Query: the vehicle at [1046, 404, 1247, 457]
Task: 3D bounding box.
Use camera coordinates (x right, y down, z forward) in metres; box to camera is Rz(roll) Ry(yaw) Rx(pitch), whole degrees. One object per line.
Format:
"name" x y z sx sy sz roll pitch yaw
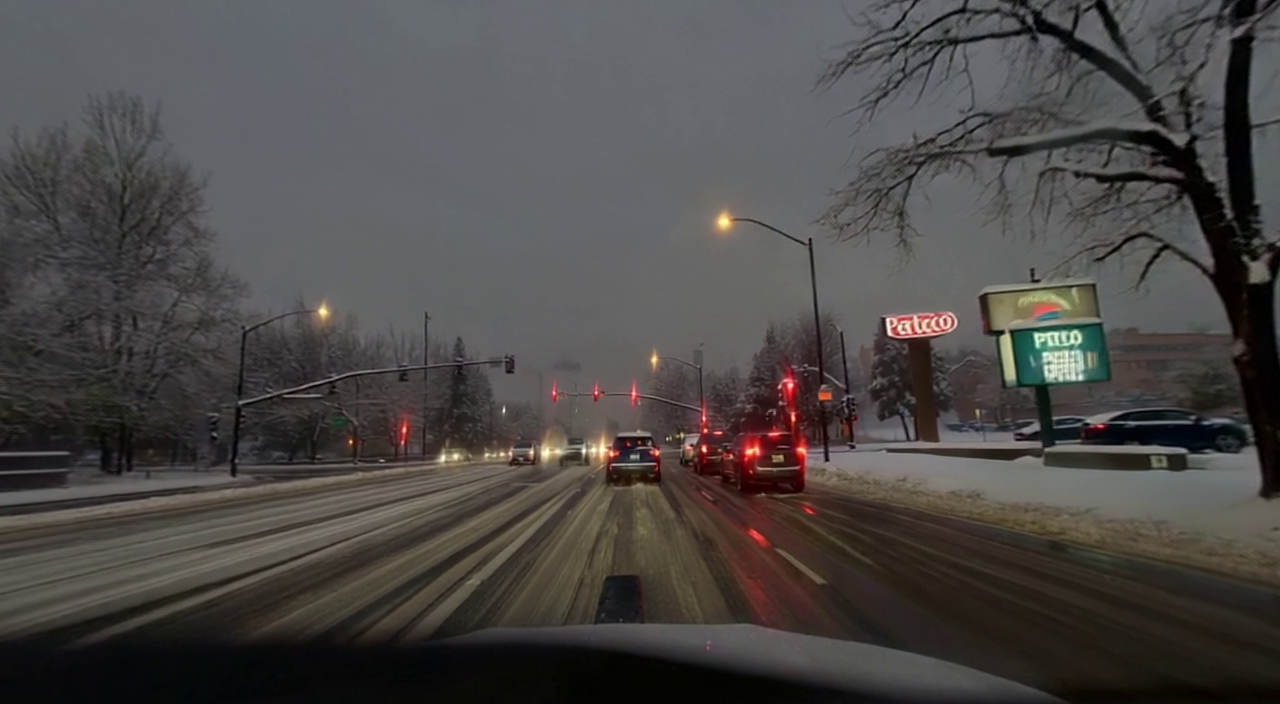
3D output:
"vehicle" 15.381 2.437 19.412 4.344 1.512 1.936 -1 -9 4

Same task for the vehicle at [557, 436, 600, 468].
"vehicle" -3.612 5.969 37.770 2.106 1.778 4.444 0 -9 0

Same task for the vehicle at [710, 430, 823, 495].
"vehicle" 3.533 3.208 18.693 2.198 1.660 4.512 0 -9 -3

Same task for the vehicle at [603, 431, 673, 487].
"vehicle" -0.140 3.589 21.375 2.146 1.685 4.003 0 -9 -2

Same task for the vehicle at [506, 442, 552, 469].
"vehicle" -6.673 6.266 38.440 1.954 1.473 4.350 0 -9 1

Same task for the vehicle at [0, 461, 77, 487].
"vehicle" -38.946 7.786 40.491 1.801 1.434 4.245 0 -9 0
